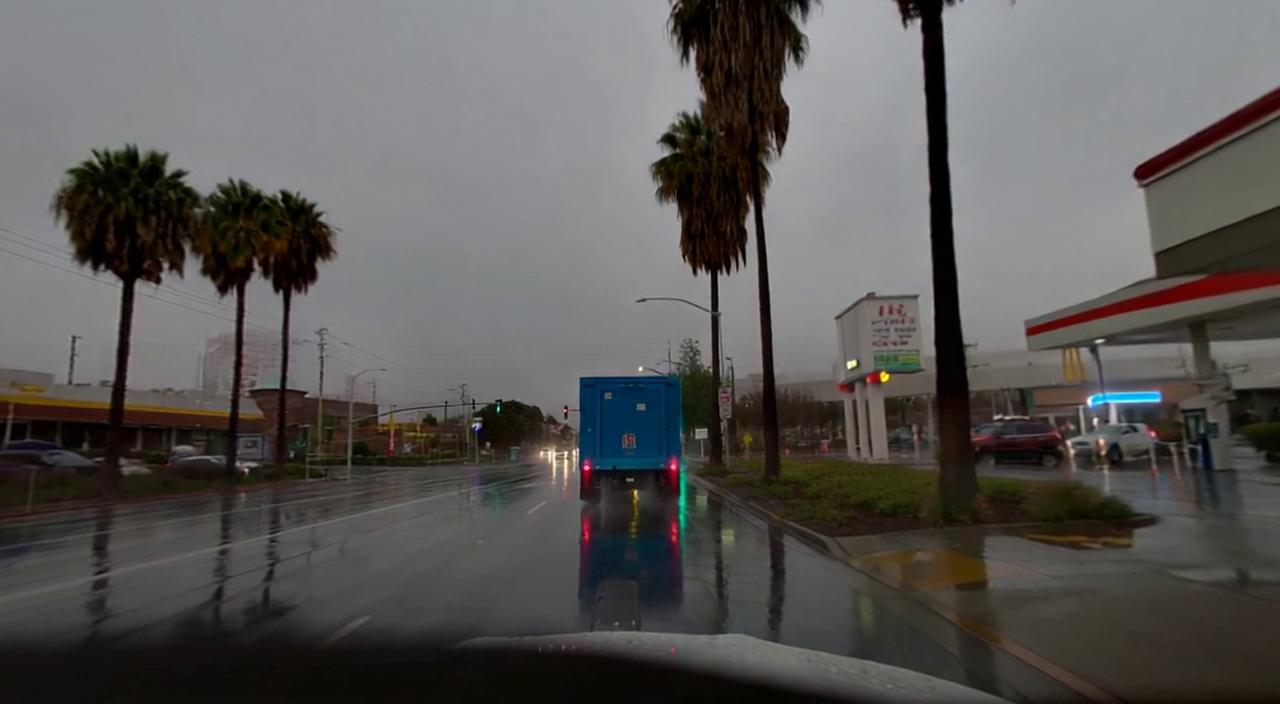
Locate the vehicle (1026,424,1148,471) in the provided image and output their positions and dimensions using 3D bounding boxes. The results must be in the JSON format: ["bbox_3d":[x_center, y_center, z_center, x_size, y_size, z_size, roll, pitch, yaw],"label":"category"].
[{"bbox_3d":[15.244,3.232,21.505,4.105,1.433,1.931,5,-10,-33],"label":"vehicle"}]

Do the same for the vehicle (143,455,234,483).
[{"bbox_3d":[-27.974,7.252,39.366,4.303,1.567,2.021,4,-10,-28],"label":"vehicle"}]

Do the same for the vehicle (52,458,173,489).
[{"bbox_3d":[-27.721,6.361,33.405,4.493,1.453,1.912,4,-9,-27],"label":"vehicle"}]

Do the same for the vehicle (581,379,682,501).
[{"bbox_3d":[-0.166,2.554,18.481,2.463,2.954,5.938,1,-8,1],"label":"vehicle"}]

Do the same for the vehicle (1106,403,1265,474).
[{"bbox_3d":[15.731,2.456,18.171,4.472,1.730,1.939,2,-10,-31],"label":"vehicle"}]

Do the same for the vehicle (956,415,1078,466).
[{"bbox_3d":[15.930,3.739,26.629,5.078,1.937,2.326,6,-10,-34],"label":"vehicle"}]
